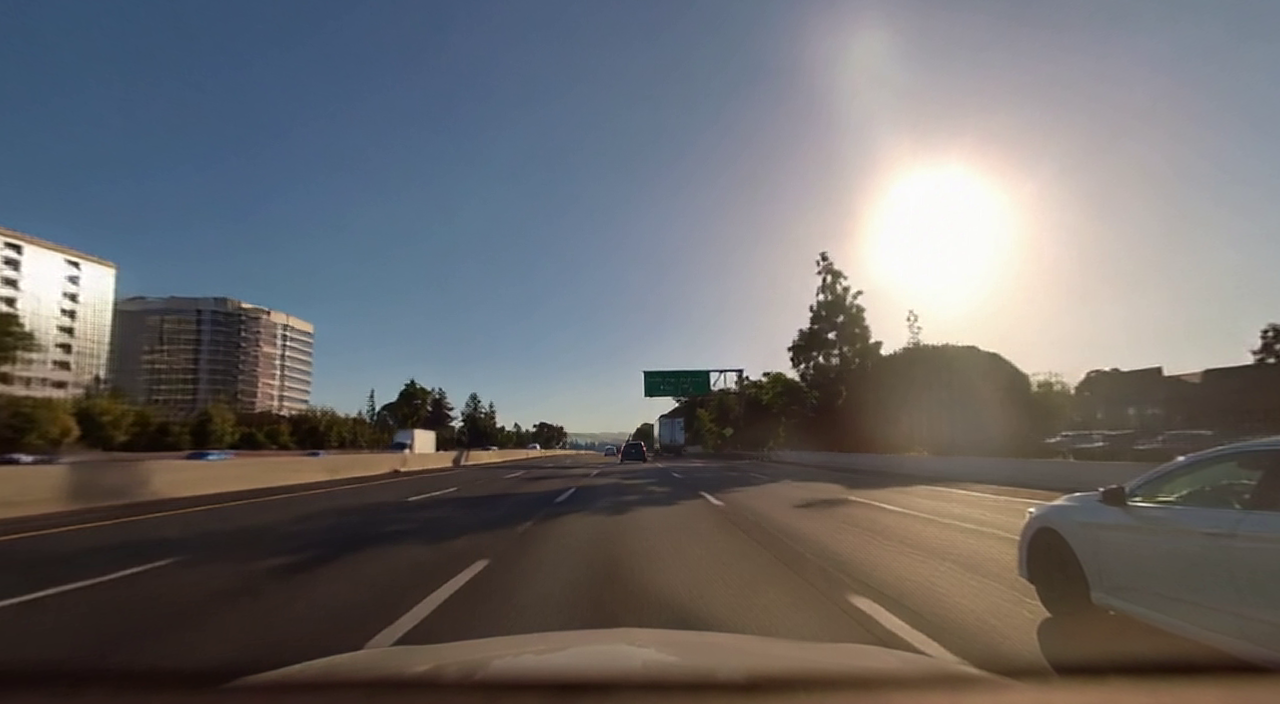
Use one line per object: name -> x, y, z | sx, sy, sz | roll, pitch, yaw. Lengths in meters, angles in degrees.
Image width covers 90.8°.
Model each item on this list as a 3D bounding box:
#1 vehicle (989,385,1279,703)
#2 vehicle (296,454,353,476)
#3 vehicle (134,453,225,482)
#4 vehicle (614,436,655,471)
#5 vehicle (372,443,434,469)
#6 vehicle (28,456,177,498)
vehicle -> 3.735, 0.937, 2.676 | 1.950, 1.596, 4.326 | 0, -9, -1
vehicle -> -22.416, 8.054, 45.082 | 1.810, 1.425, 4.316 | 0, -9, 0
vehicle -> -26.002, 6.523, 35.898 | 1.859, 1.483, 4.494 | 0, -9, -1
vehicle -> -0.356, 6.038, 37.761 | 2.297, 1.912, 4.355 | 0, -9, -1
vehicle -> -18.341, 8.077, 49.294 | 2.356, 1.839, 6.133 | -1, -9, 2
vehicle -> -22.231, 5.164, 26.446 | 2.087, 1.499, 4.726 | 0, -9, 0
